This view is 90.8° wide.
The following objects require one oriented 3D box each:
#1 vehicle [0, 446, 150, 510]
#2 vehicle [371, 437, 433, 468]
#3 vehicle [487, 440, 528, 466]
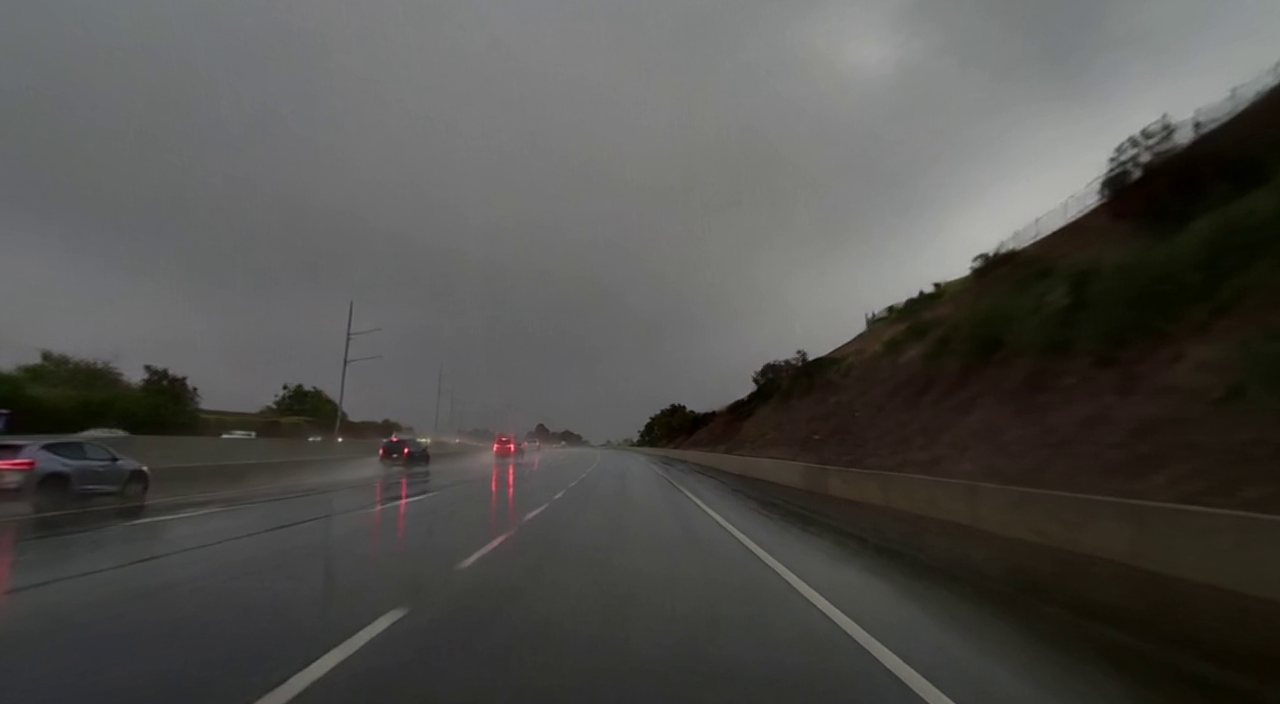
[{"bbox_3d":[-15.364,3.137,16.220,1.955,1.429,4.575,0,-9,-1],"label":"vehicle"},{"bbox_3d":[-16.015,6.771,42.851,2.240,1.953,5.452,0,-9,-2],"label":"vehicle"},{"bbox_3d":[-9.322,7.126,44.723,2.104,1.715,4.319,0,-9,-2],"label":"vehicle"}]
